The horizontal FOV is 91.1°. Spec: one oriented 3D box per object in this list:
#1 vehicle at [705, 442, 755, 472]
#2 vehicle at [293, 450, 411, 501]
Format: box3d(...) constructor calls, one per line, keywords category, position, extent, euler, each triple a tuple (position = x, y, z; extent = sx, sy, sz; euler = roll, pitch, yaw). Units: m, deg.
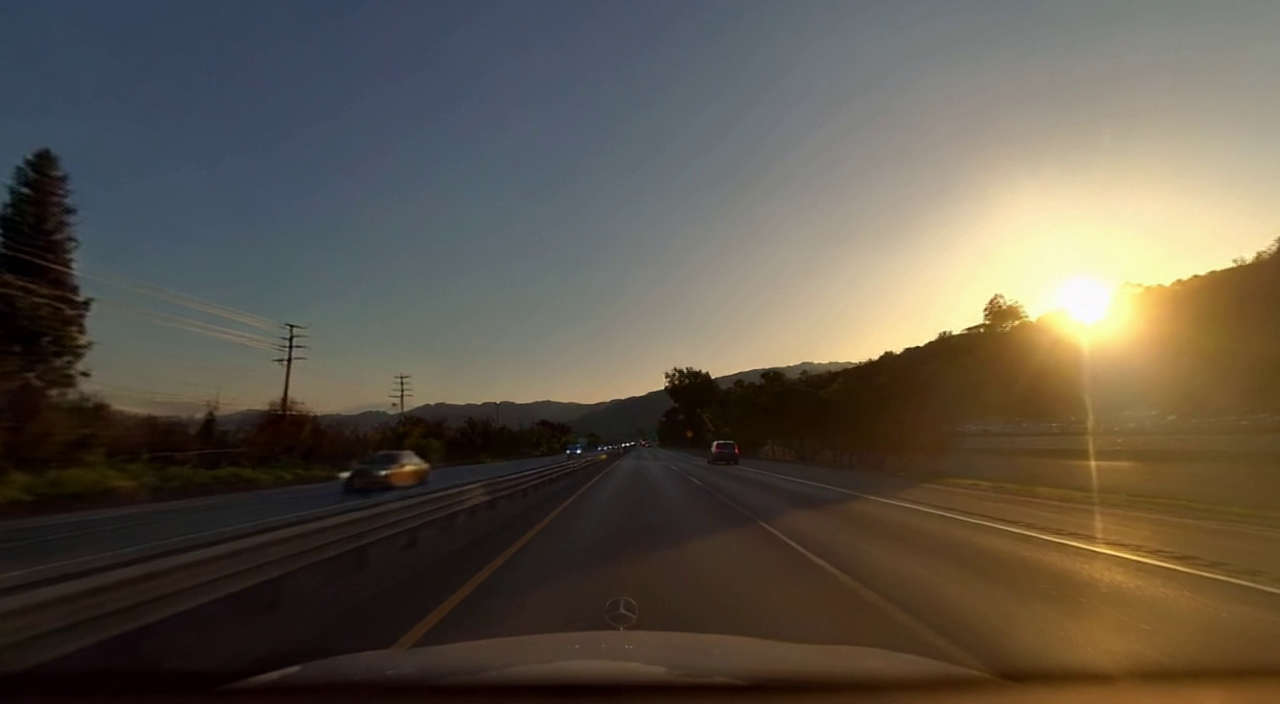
box3d(category="vehicle", position=(4.515, 5.345, 32.126), extent=(1.923, 1.408, 3.835), euler=(0, -9, -1))
box3d(category="vehicle", position=(-9.494, 4.081, 21.189), extent=(1.888, 1.495, 4.445), euler=(0, -9, -1))
